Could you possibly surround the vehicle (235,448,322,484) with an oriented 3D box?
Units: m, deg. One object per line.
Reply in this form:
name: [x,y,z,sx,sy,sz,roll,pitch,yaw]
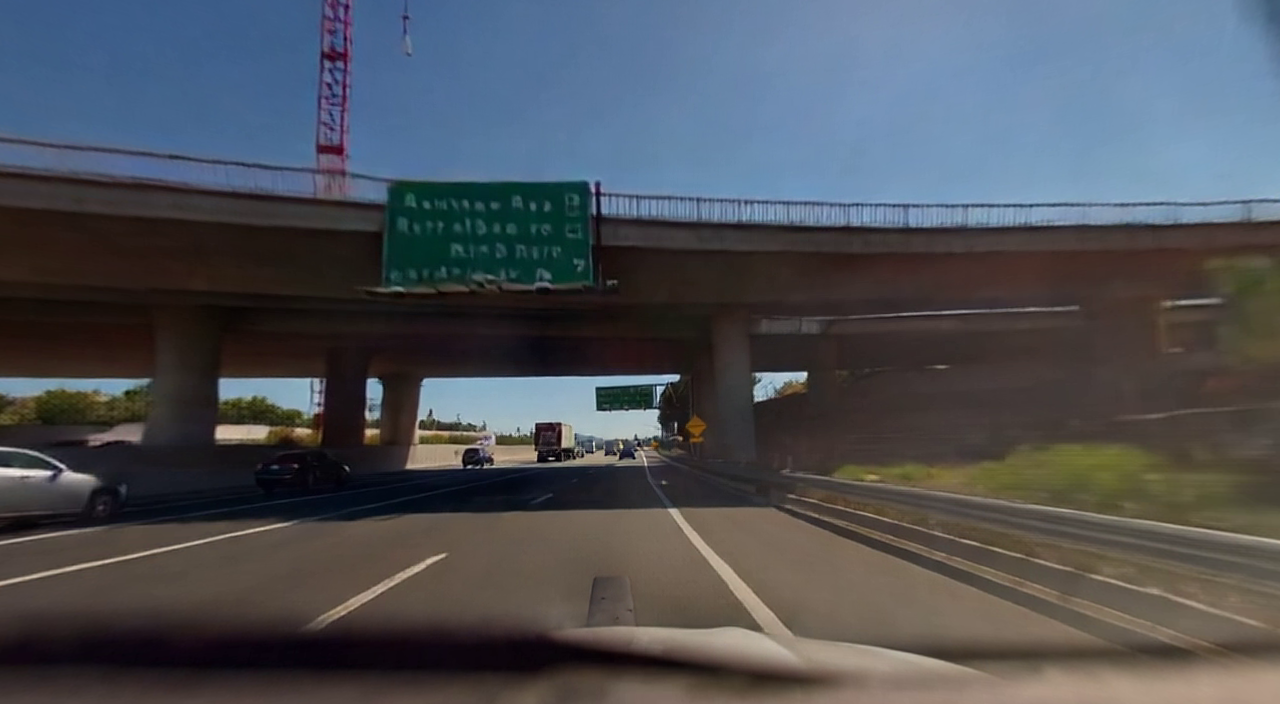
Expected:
vehicle: [-19.161,6.024,33.760,1.932,1.752,4.541,0,-9,0]
